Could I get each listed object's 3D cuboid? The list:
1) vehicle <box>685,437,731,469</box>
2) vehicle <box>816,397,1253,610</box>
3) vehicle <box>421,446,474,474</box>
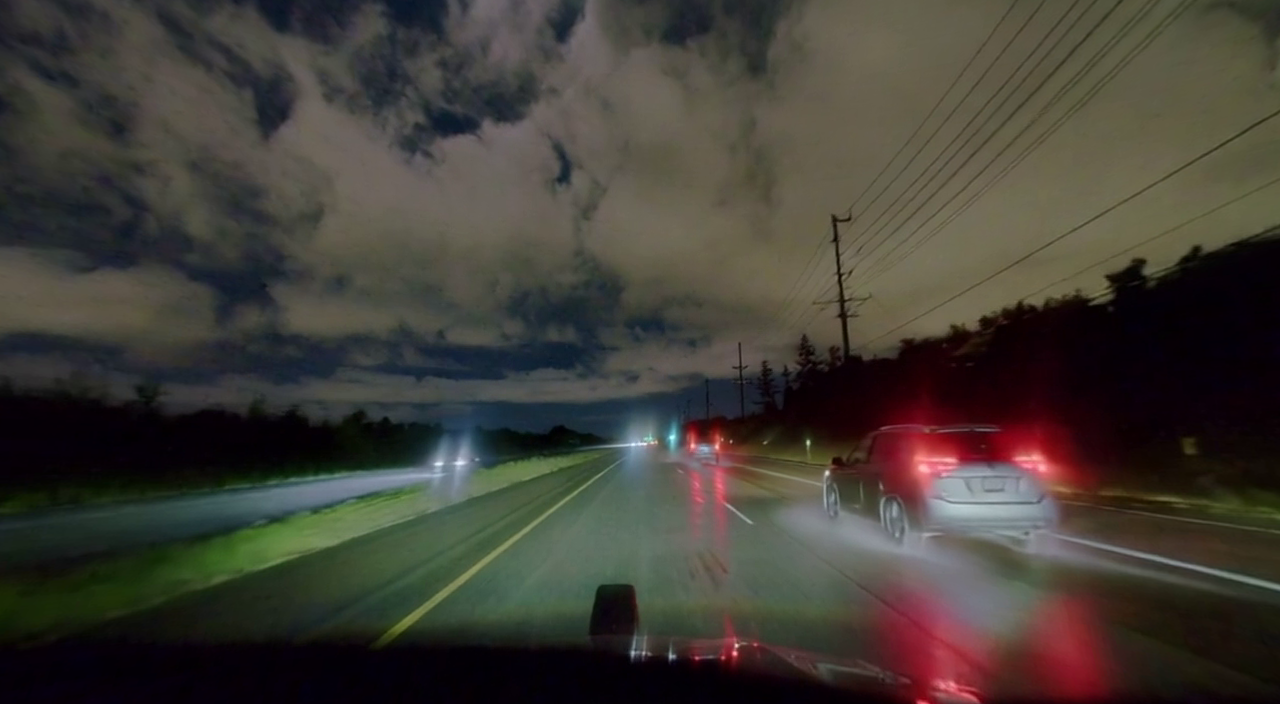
[{"bbox_3d":[3.375,5.068,31.856,1.868,1.507,3.833,0,-8,-1],"label":"vehicle"},{"bbox_3d":[3.622,1.458,7.045,1.977,1.581,4.428,-1,-8,0],"label":"vehicle"},{"bbox_3d":[-11.094,6.217,36.453,1.954,1.530,3.423,-1,-8,0],"label":"vehicle"}]
